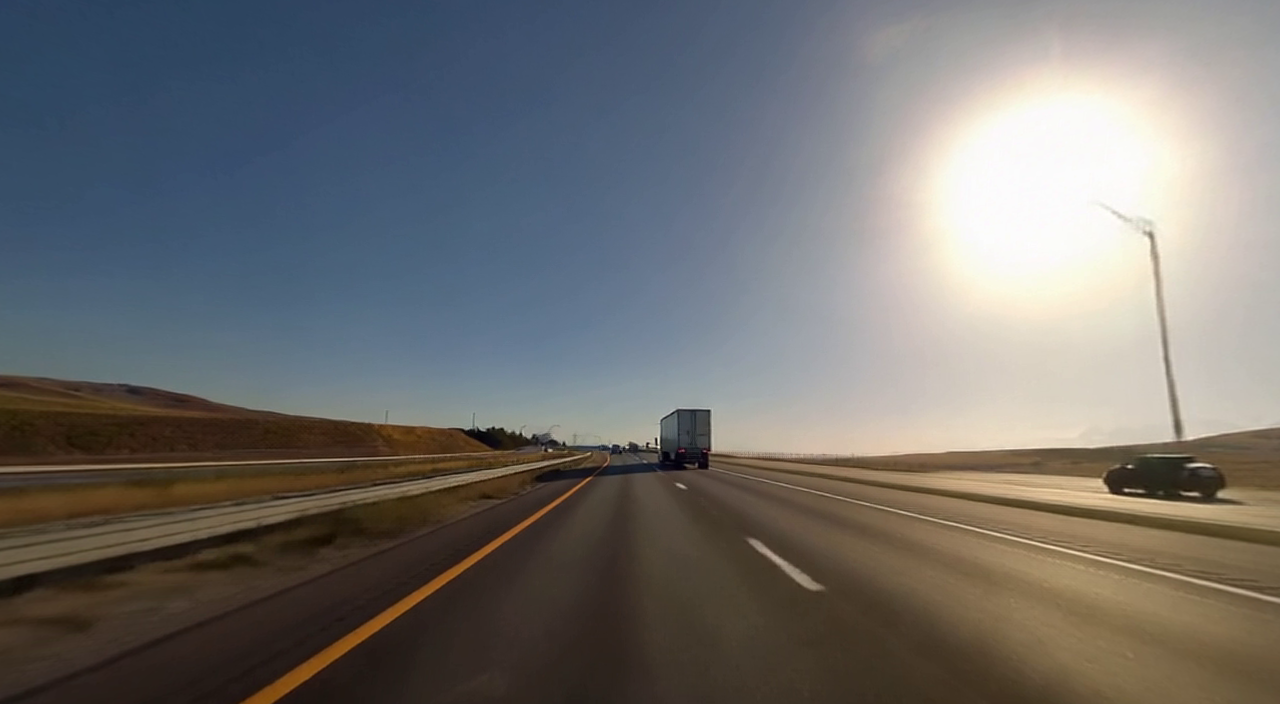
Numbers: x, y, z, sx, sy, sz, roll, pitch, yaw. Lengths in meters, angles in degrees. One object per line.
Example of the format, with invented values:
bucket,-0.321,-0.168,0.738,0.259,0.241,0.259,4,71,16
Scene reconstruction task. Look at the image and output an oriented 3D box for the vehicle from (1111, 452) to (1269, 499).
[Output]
vehicle,19.349,4.315,22.439,1.836,1.499,3.936,1,-9,-6
